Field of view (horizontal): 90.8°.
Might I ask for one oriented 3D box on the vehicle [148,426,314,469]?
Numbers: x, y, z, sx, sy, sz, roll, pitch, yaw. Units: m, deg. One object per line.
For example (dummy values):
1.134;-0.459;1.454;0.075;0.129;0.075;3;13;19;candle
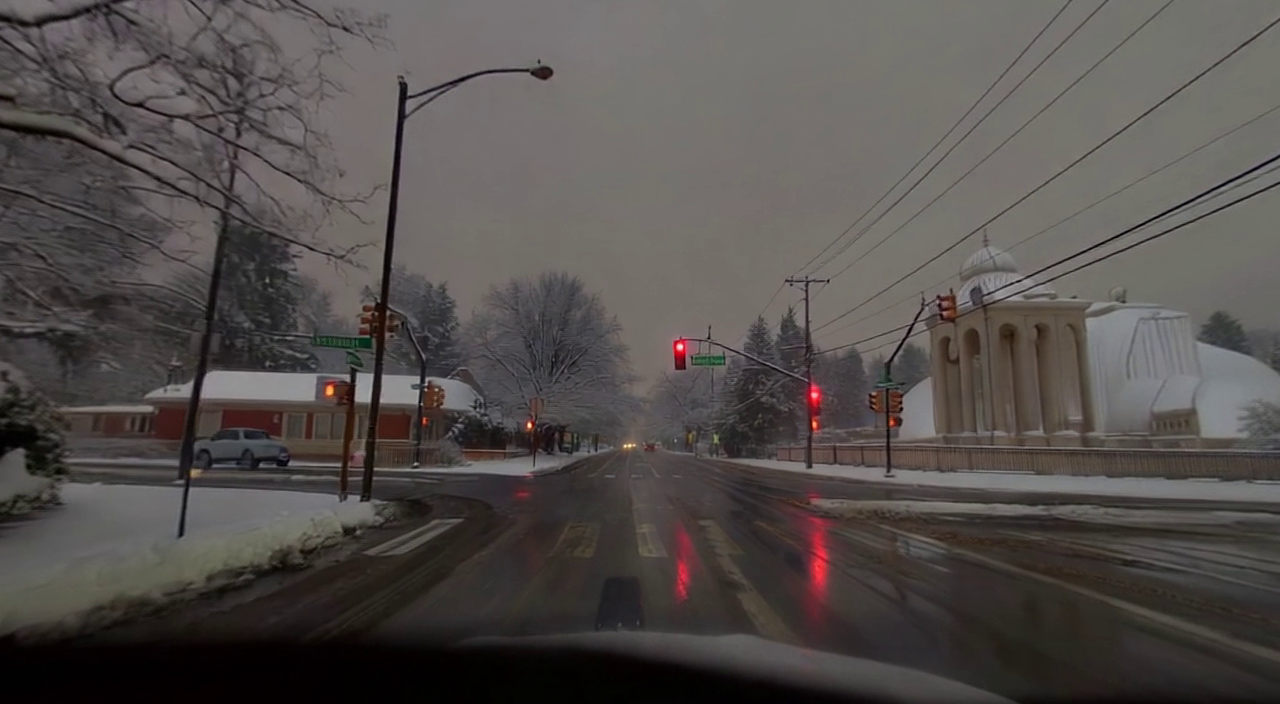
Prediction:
-14.932;3.526;23.284;4.718;1.497;2.032;0;-9;2;vehicle
